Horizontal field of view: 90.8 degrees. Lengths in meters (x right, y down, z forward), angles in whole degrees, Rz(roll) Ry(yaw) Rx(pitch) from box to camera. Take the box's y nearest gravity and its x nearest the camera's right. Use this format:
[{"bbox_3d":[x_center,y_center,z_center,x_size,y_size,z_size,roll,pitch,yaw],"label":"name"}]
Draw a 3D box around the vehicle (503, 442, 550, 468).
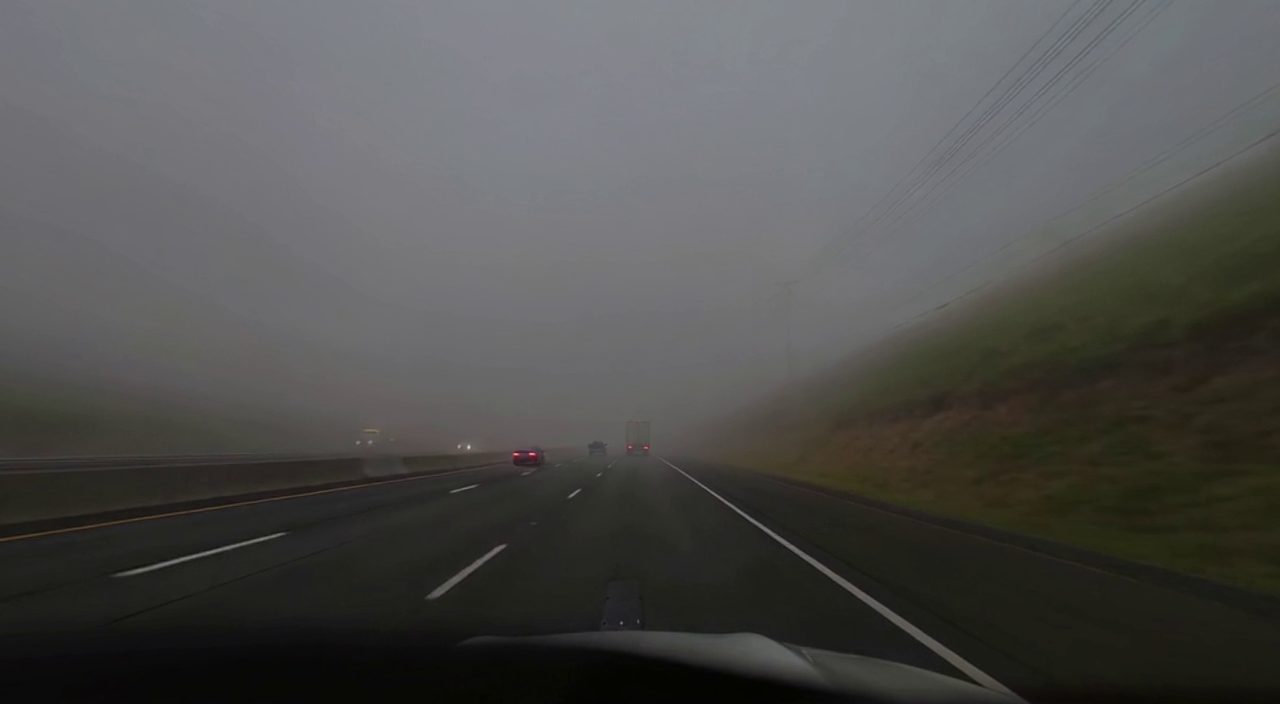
[{"bbox_3d":[-7.191,6.595,40.403,2.066,1.558,4.607,0,-9,1],"label":"vehicle"}]
